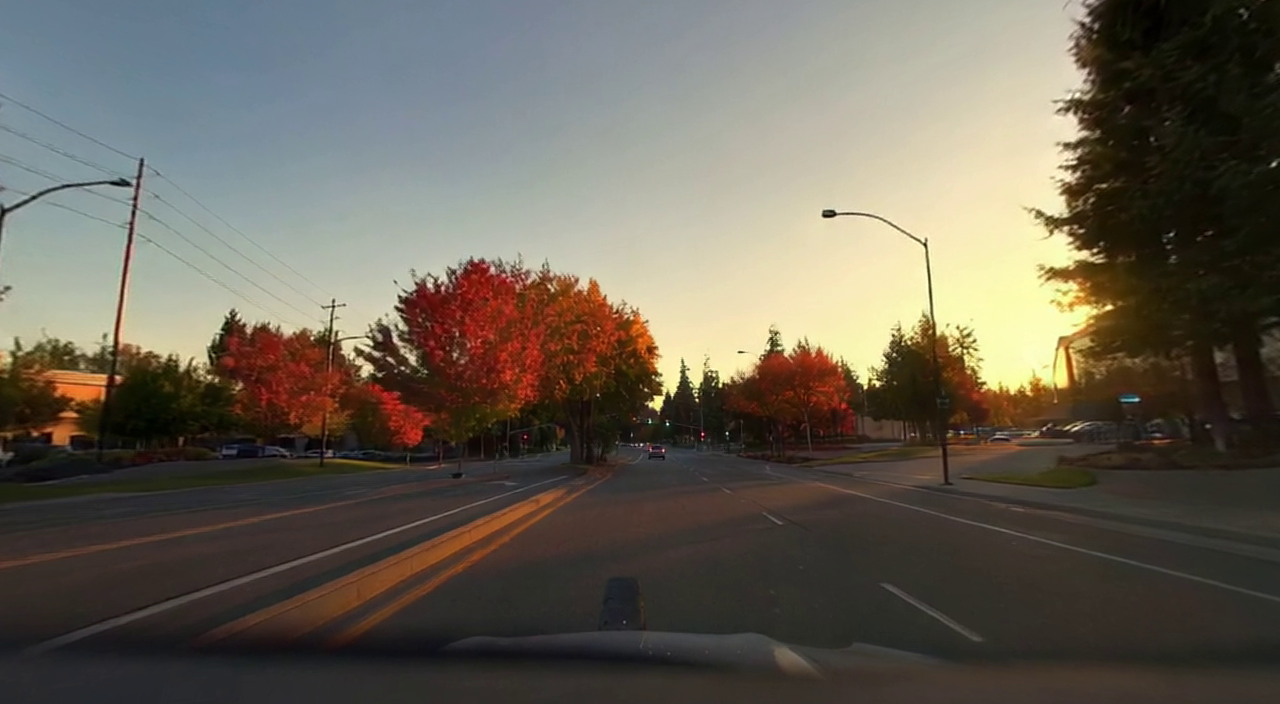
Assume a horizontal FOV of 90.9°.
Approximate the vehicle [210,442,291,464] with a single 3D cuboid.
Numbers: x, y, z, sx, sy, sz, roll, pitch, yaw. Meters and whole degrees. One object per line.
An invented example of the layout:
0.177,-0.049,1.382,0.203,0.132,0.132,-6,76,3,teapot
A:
-29.851,7.752,48.431,4.706,1.457,1.999,3,-11,-4,vehicle
